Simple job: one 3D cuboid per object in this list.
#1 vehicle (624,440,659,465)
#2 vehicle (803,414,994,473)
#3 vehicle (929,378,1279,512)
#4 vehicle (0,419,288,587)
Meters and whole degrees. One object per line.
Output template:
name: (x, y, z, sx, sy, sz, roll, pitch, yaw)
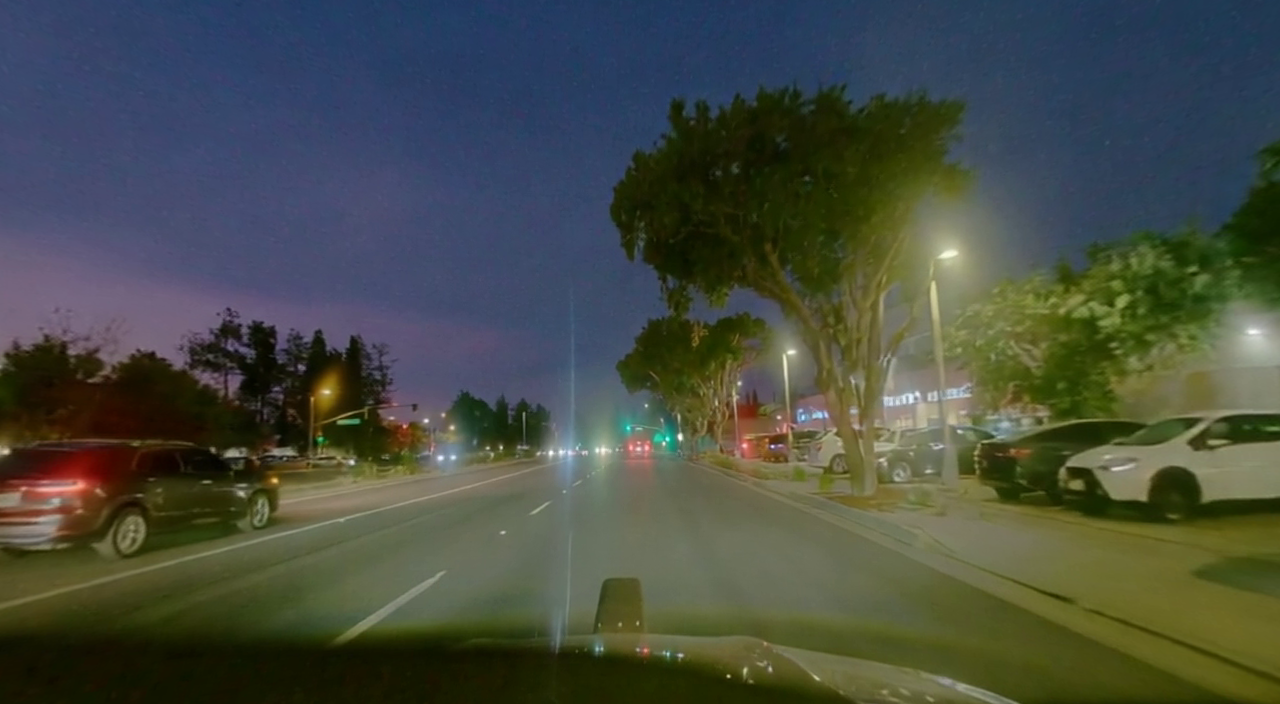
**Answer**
vehicle: (0.032, 6.286, 39.632, 2.061, 1.469, 3.954, 0, -9, -1)
vehicle: (9.329, 3.366, 23.245, 5.976, 1.994, 2.295, 0, -8, 0)
vehicle: (8.690, 1.713, 11.410, 5.895, 1.980, 2.315, -6, -11, 32)
vehicle: (-7.190, 1.839, 8.634, 2.038, 1.649, 4.665, 0, -9, 0)
